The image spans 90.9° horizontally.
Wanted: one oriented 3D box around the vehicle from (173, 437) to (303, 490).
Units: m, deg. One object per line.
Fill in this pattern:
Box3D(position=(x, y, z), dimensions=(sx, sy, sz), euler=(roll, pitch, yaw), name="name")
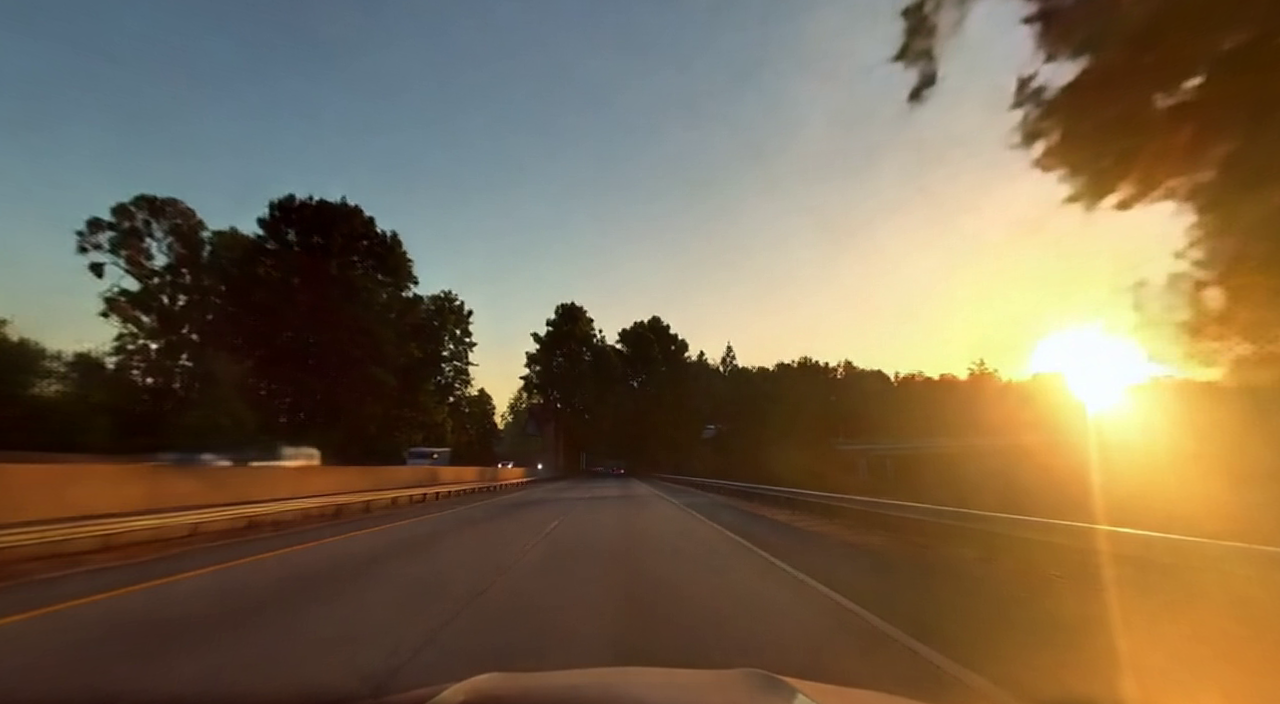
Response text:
Box3D(position=(-12.876, 3.624, 20.504), dimensions=(1.768, 1.511, 3.826), euler=(1, -10, -2), name="vehicle")
